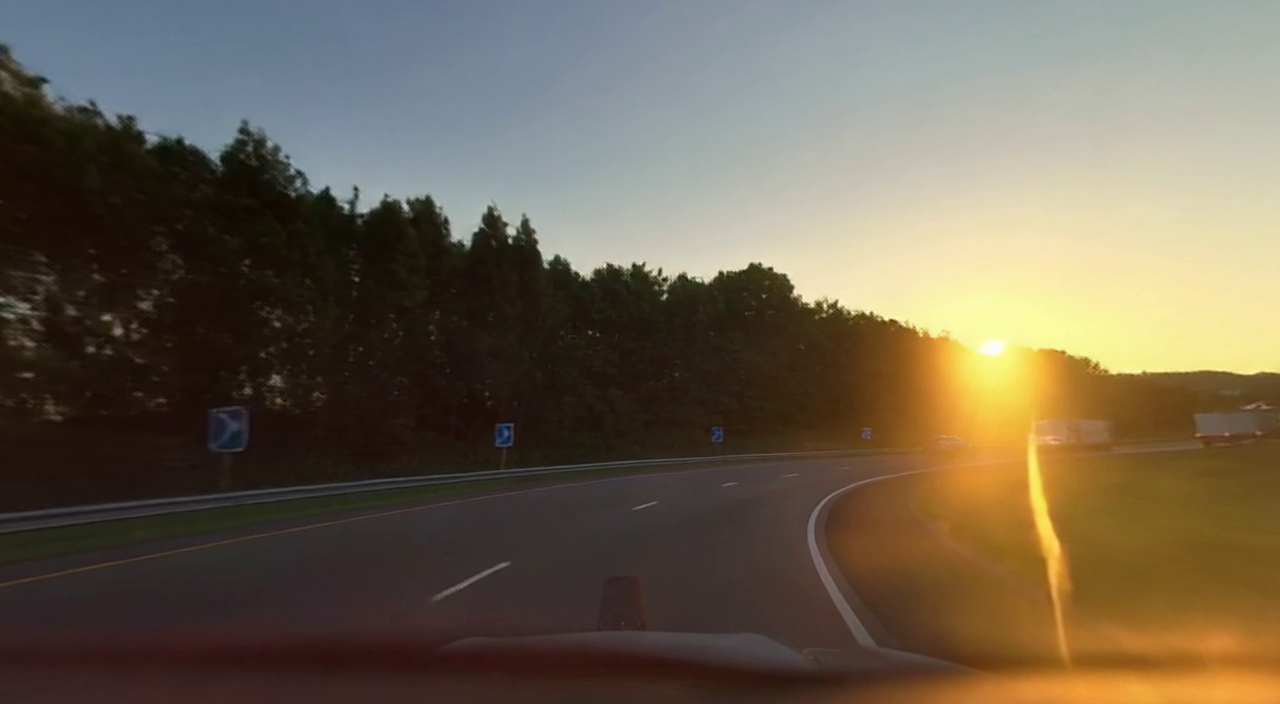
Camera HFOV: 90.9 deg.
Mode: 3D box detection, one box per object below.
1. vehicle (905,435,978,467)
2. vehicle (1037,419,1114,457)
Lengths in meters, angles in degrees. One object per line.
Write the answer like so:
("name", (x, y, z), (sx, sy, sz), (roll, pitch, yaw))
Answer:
("vehicle", (17.203, 5.632, 35.826), (4.325, 1.674, 2.221), (8, -12, -43))
("vehicle", (34.293, 6.831, 49.563), (5.981, 2.823, 2.498), (5, -10, -31))
